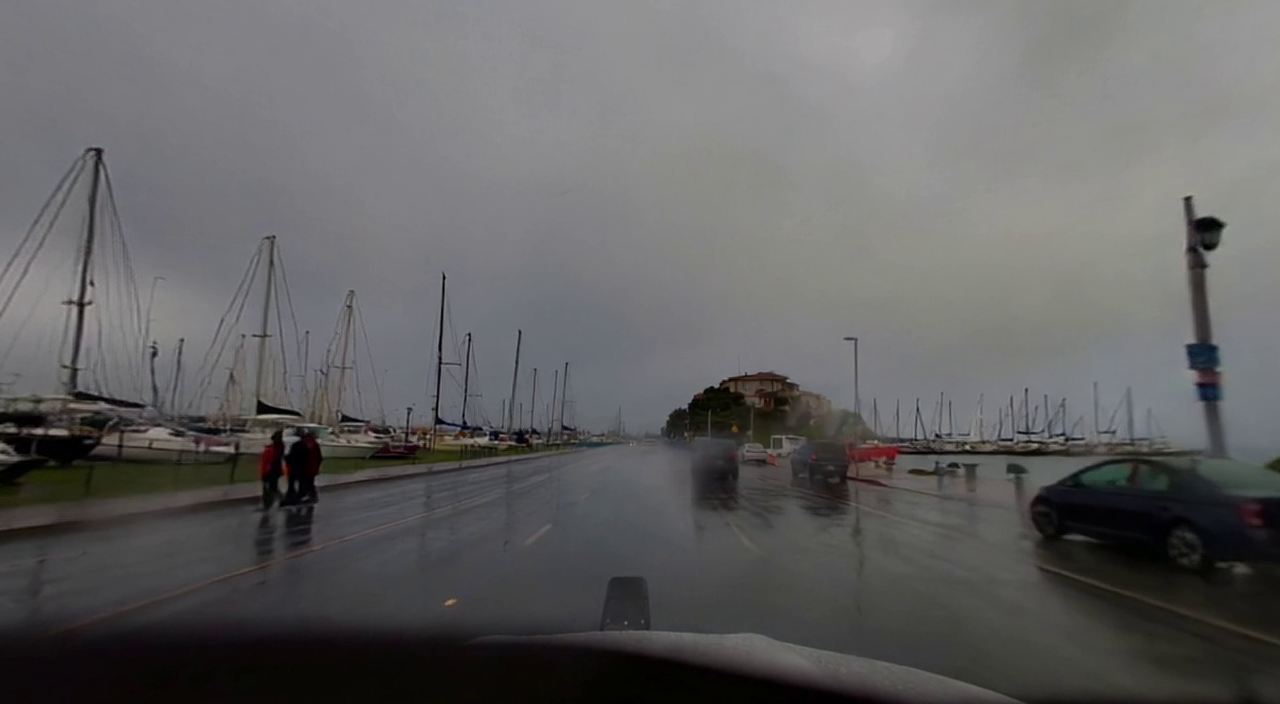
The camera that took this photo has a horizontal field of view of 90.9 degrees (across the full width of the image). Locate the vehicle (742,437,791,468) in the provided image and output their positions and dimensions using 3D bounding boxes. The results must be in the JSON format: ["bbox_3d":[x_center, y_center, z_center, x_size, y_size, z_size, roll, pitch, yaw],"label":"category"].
[{"bbox_3d":[8.226,6.551,41.371,2.056,1.896,5.062,0,-9,-1],"label":"vehicle"}]

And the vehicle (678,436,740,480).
[{"bbox_3d":[2.727,4.326,25.879,2.047,1.640,4.051,0,-9,0],"label":"vehicle"}]

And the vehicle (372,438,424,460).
[{"bbox_3d":[-17.677,7.144,46.317,1.840,1.522,4.695,-1,-9,2],"label":"vehicle"}]

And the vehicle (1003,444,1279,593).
[{"bbox_3d":[7.415,2.057,8.765,2.112,1.514,4.371,0,-9,0],"label":"vehicle"}]

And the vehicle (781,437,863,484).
[{"bbox_3d":[7.457,4.493,26.361,2.029,1.750,4.825,0,-9,1],"label":"vehicle"}]

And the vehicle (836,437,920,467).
[{"bbox_3d":[14.835,6.231,39.386,4.406,1.783,2.020,0,-8,-3],"label":"vehicle"}]
